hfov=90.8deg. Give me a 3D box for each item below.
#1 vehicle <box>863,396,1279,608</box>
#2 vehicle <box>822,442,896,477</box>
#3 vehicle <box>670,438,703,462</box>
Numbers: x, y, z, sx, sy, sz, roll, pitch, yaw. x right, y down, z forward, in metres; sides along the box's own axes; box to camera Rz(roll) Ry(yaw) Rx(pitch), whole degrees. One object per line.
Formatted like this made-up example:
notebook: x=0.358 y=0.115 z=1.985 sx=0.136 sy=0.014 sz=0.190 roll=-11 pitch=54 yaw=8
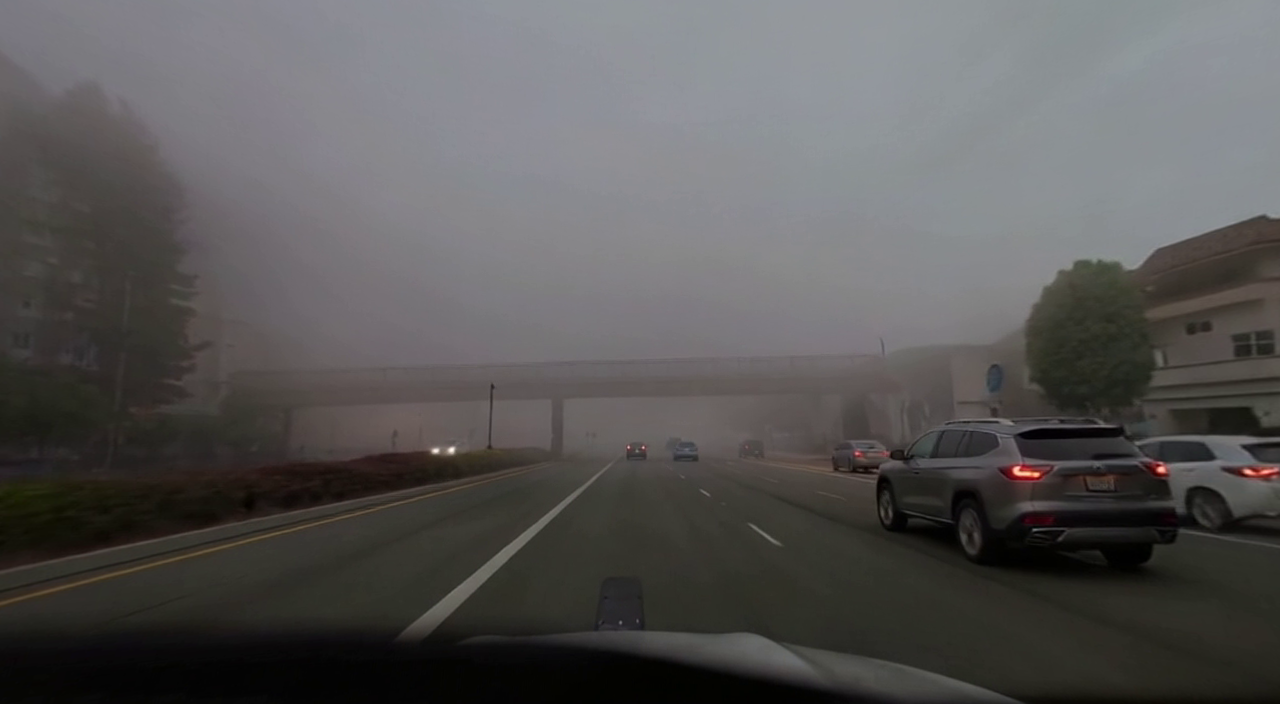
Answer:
vehicle: x=4.609 y=1.582 z=7.625 sx=2.130 sy=1.741 sz=4.665 roll=0 pitch=-8 yaw=0
vehicle: x=10.034 y=4.928 z=29.309 sx=1.888 sy=1.468 sz=4.175 roll=0 pitch=-8 yaw=-1
vehicle: x=3.427 y=7.338 z=47.354 sx=2.165 sy=1.708 sz=3.928 roll=0 pitch=-8 yaw=0
